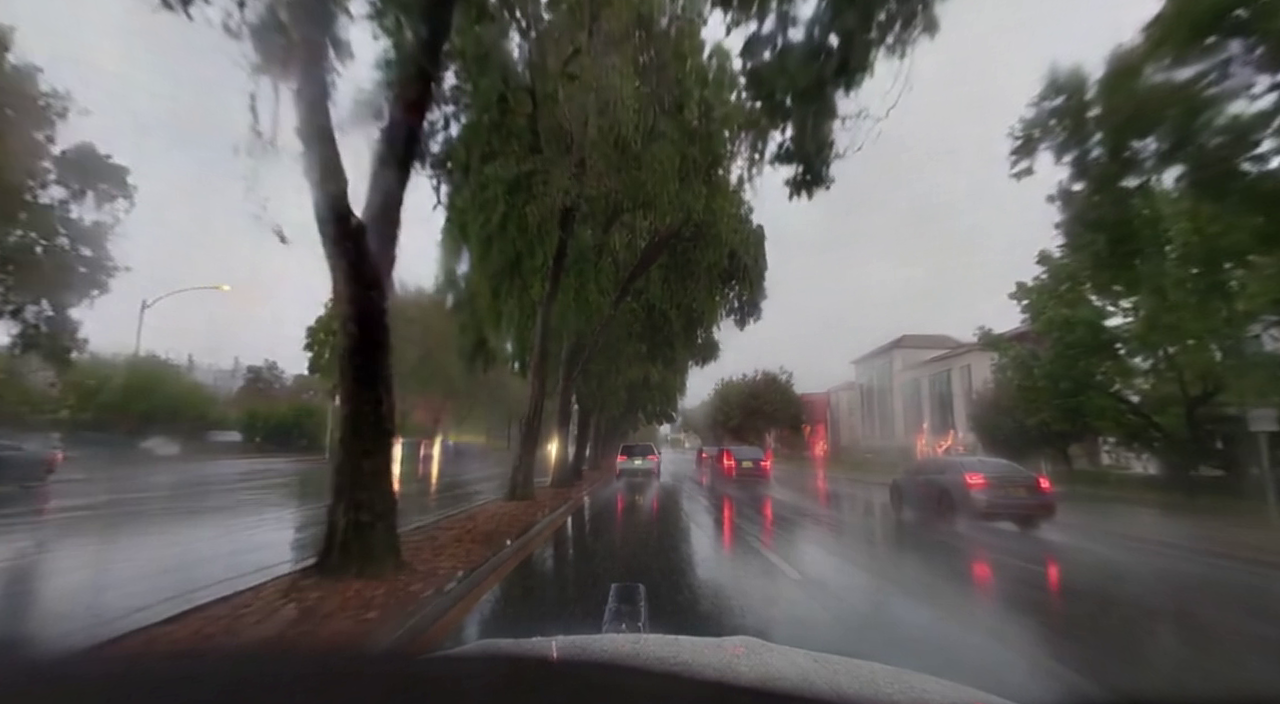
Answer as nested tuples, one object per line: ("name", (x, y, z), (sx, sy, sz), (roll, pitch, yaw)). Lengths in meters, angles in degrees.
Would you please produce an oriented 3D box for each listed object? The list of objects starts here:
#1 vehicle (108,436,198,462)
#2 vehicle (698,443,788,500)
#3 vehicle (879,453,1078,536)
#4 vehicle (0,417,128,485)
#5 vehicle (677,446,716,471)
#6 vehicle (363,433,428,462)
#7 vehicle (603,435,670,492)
("vehicle", (-28.678, 5.721, 37.153), (1.867, 1.420, 4.409), (0, -8, -1))
("vehicle", (2.985, 3.541, 19.123), (1.932, 1.510, 4.168), (0, -8, -1))
("vehicle", (7.098, 2.984, 13.816), (1.944, 1.458, 4.268), (0, -8, -1))
("vehicle", (-18.676, 2.932, 18.635), (2.094, 1.863, 5.694), (0, -8, 0))
("vehicle", (3.561, 6.778, 40.177), (2.012, 1.462, 4.163), (0, -8, -1))
("vehicle", (-18.672, 7.341, 48.359), (2.226, 2.019, 6.809), (0, -8, 1))
("vehicle", (-0.097, 3.651, 20.905), (2.008, 1.674, 4.239), (0, -8, 0))
